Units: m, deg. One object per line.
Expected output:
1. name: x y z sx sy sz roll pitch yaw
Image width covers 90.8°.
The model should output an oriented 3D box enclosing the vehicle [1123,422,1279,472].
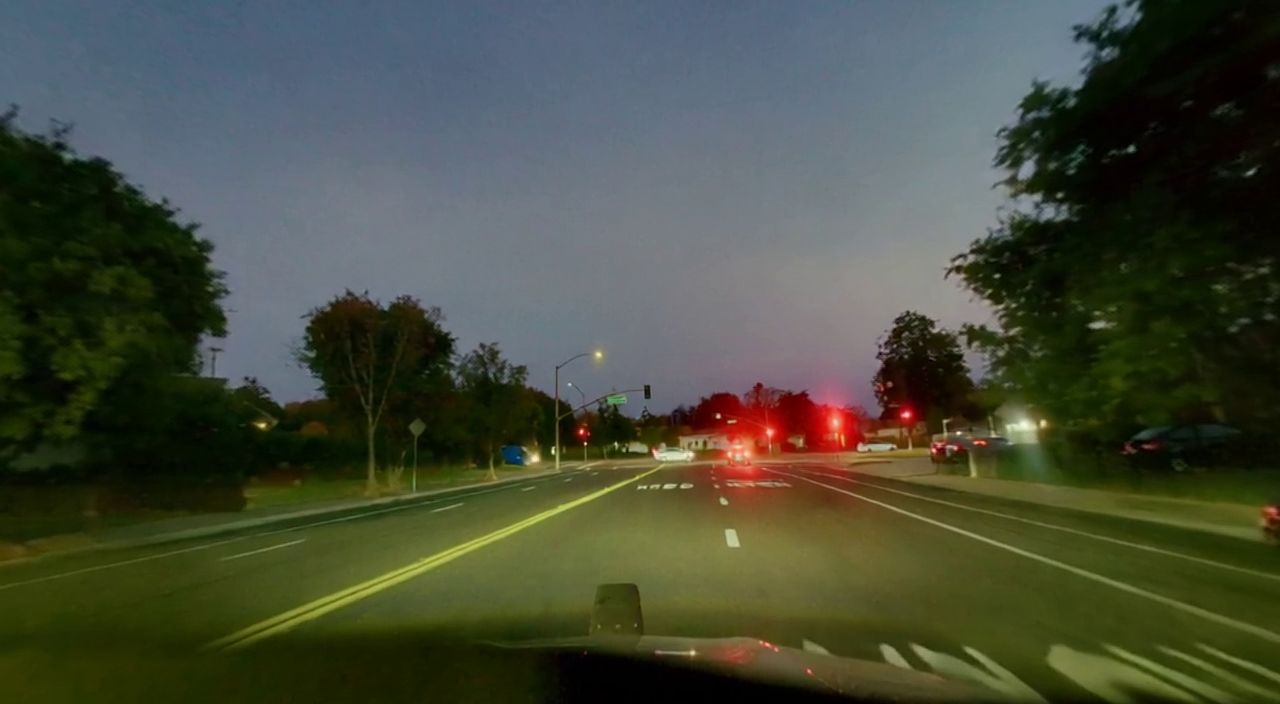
1. vehicle: 18.342 3.031 20.144 4.210 1.474 1.799 -2 -9 9

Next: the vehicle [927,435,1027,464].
1. vehicle: 19.781 5.746 37.241 4.702 1.595 1.986 -1 -9 5

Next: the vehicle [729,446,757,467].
1. vehicle: 8.030 8.183 49.569 1.947 1.485 4.336 -1 -9 6
